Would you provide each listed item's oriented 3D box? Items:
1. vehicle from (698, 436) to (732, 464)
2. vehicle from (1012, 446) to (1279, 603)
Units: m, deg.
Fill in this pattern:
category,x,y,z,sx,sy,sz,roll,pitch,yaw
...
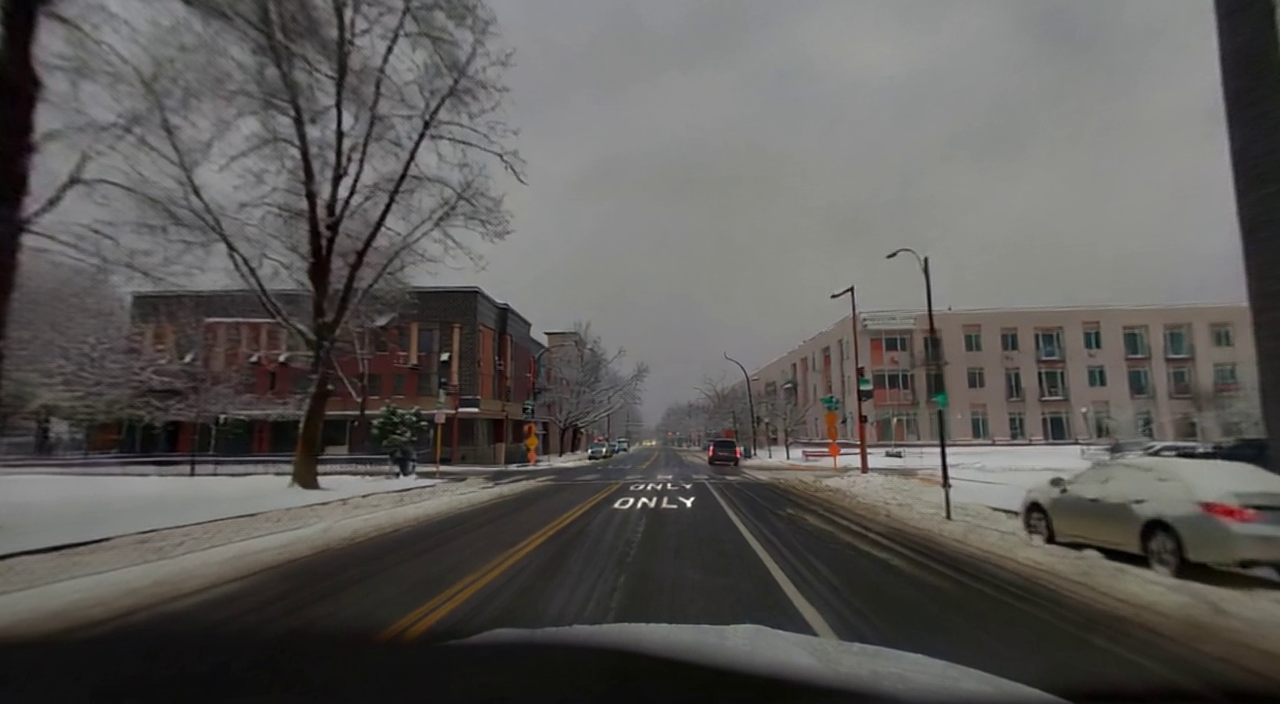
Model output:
category,x,y,z,sx,sy,sz,roll,pitch,yaw
vehicle,5.277,6.963,44.915,1.971,1.919,4.748,0,-8,2
vehicle,6.912,1.971,8.157,1.759,1.488,4.124,0,-8,2
